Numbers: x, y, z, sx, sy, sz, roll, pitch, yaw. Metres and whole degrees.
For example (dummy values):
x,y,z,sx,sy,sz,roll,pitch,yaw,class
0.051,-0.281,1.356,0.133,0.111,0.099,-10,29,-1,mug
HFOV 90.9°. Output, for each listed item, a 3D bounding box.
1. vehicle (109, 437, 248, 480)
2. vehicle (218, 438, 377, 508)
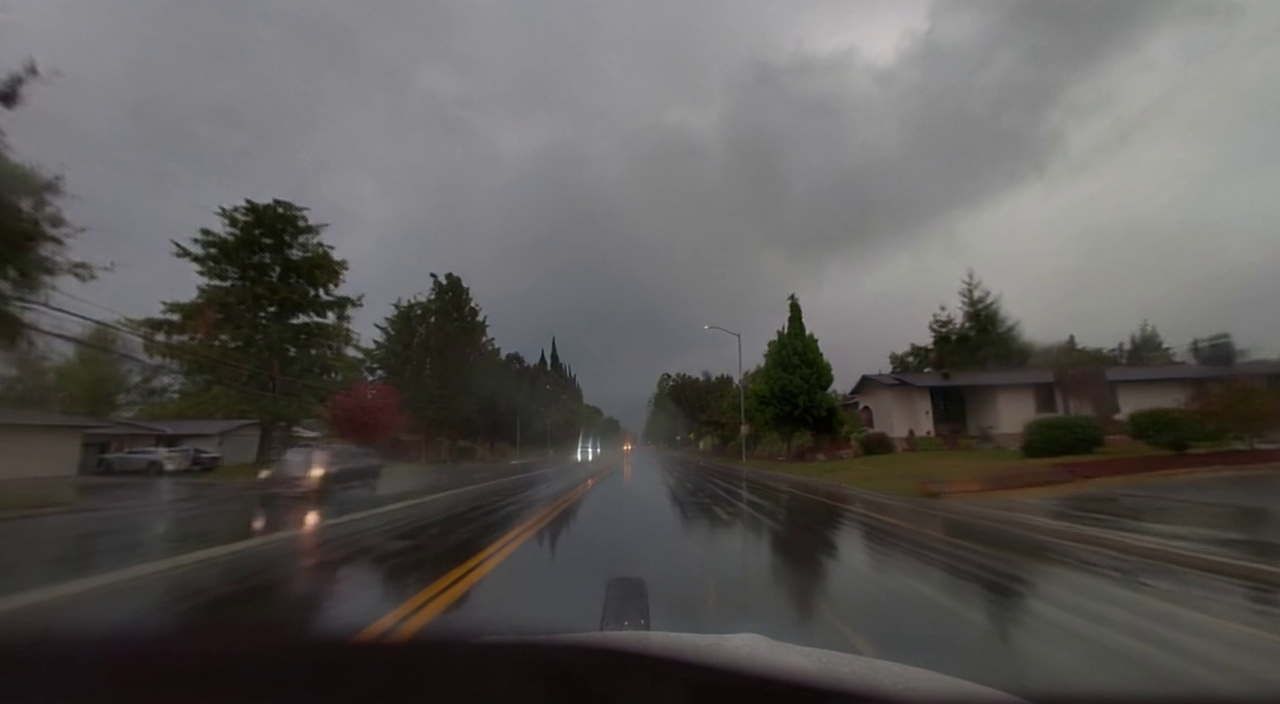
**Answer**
x,y,z,sx,sy,sz,roll,pitch,yaw,class
-24.362,5.623,33.441,5.636,1.965,2.262,-2,-7,1,vehicle
-9.479,3.359,18.018,2.009,1.709,4.664,0,-8,-1,vehicle
